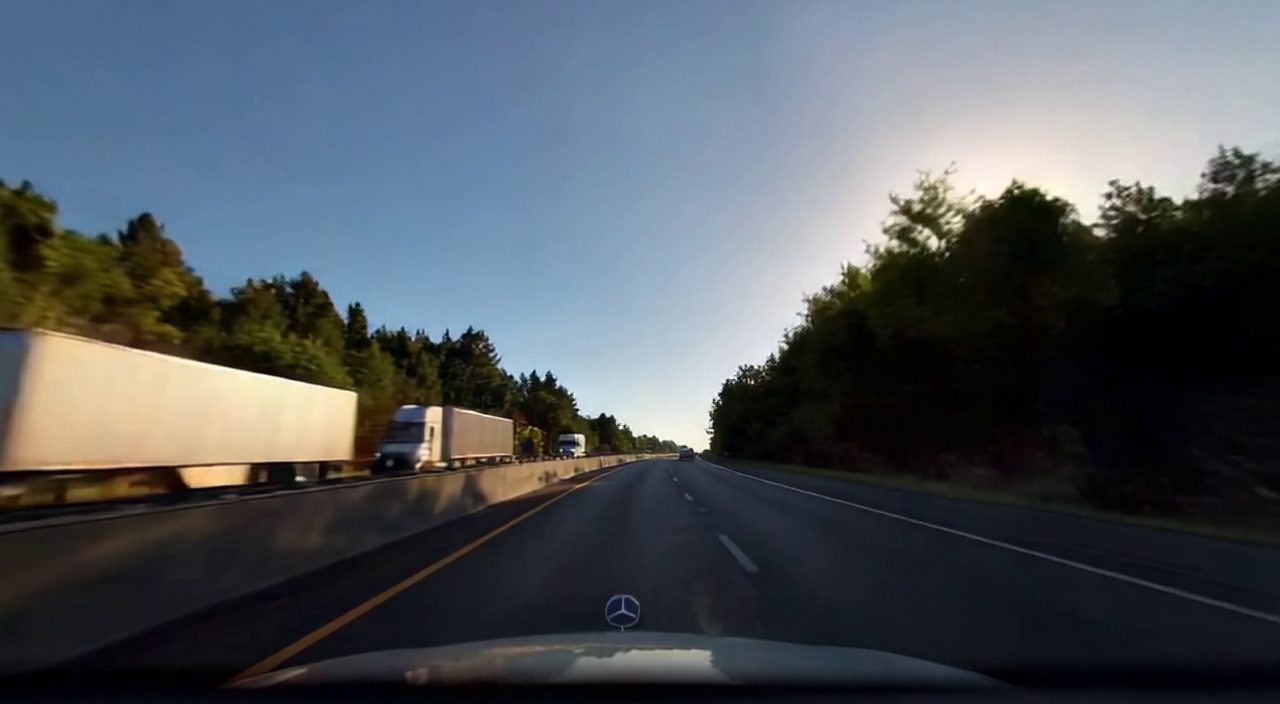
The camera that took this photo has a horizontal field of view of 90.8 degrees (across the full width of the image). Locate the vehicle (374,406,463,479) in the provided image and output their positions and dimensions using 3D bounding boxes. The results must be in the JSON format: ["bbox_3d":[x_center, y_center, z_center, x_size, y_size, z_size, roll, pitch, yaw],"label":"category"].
[{"bbox_3d":[-12.990,5.429,37.666,2.905,3.962,5.781,-1,-9,2],"label":"vehicle"}]

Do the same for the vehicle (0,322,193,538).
[{"bbox_3d":[-13.073,1.687,13.187,3.000,3.861,5.713,0,-9,0],"label":"vehicle"}]
